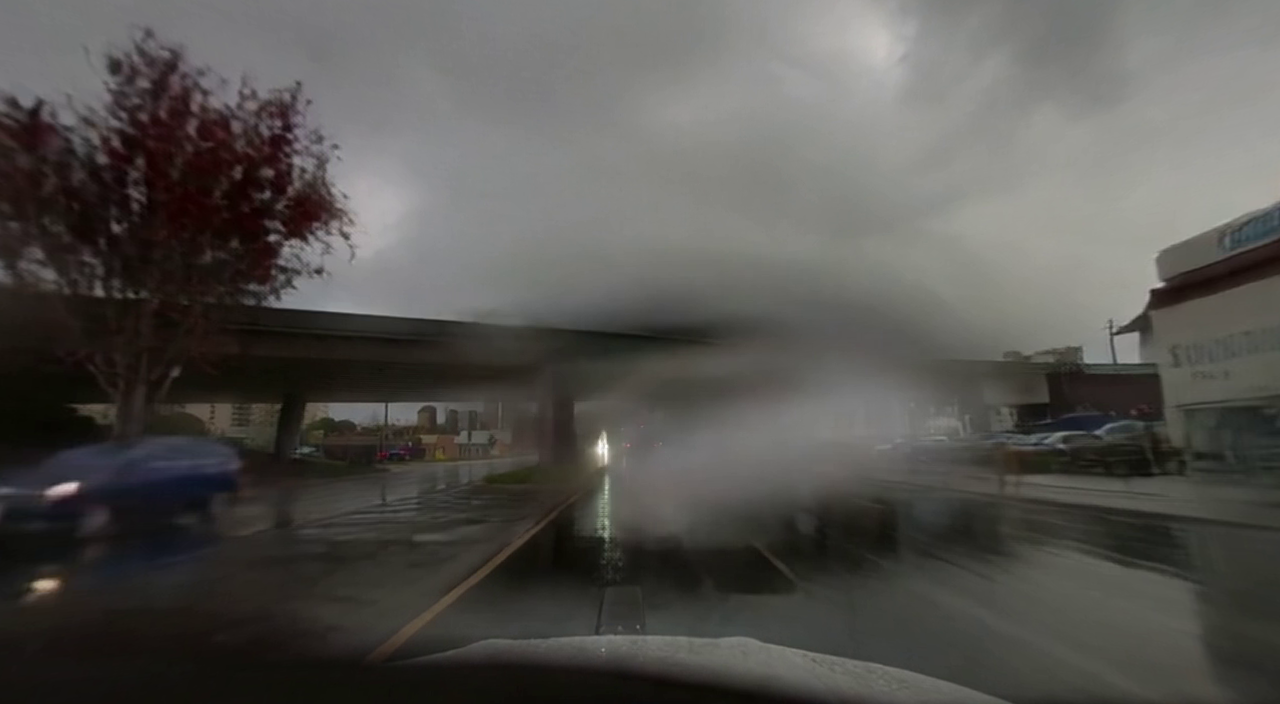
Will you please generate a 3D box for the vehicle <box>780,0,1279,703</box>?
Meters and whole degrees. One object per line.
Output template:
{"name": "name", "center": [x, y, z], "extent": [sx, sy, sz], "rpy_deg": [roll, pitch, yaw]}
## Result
{"name": "vehicle", "center": [3.911, 0.145, 2.749], "extent": [3.043, 3.162, 13.806], "rpy_deg": [0, -8, -2]}
